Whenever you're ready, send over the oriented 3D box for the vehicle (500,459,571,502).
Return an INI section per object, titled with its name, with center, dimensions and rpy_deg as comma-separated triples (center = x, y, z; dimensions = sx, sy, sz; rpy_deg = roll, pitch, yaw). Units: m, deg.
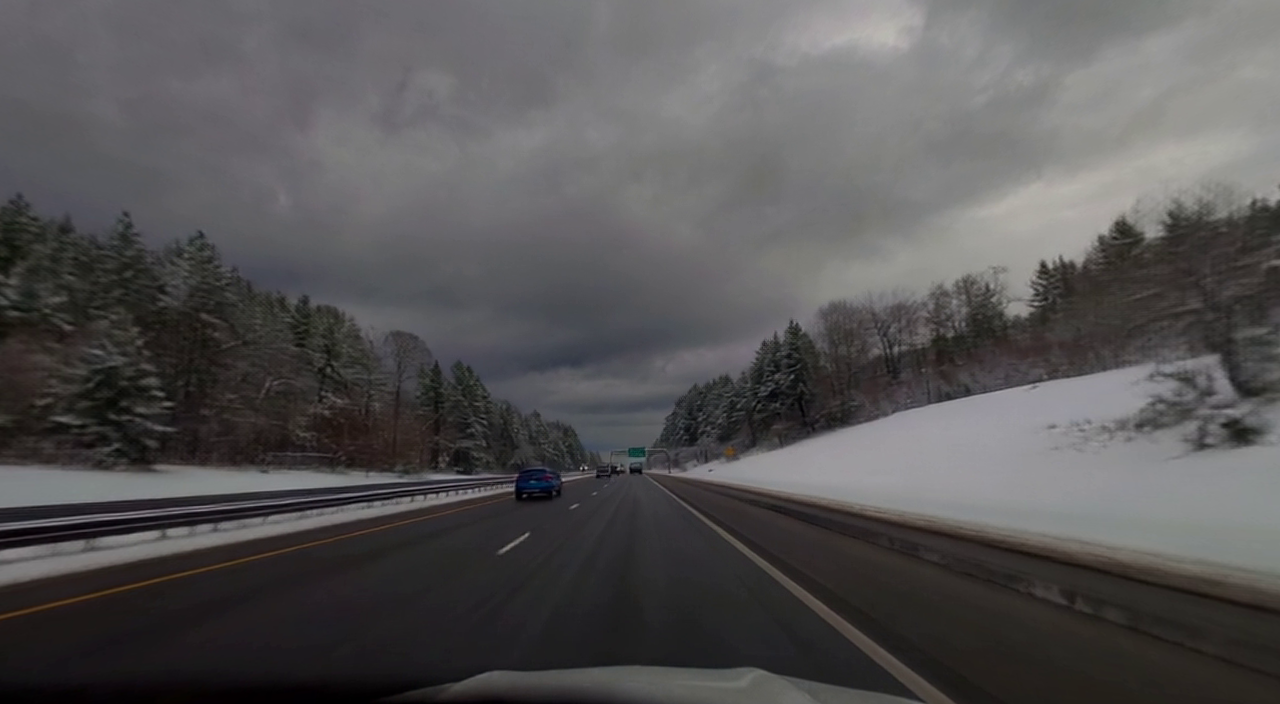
[vehicle]
center = -4.166, 5.245, 25.918
dimensions = 2.040, 1.525, 4.603
rpy_deg = 1, -11, 1
